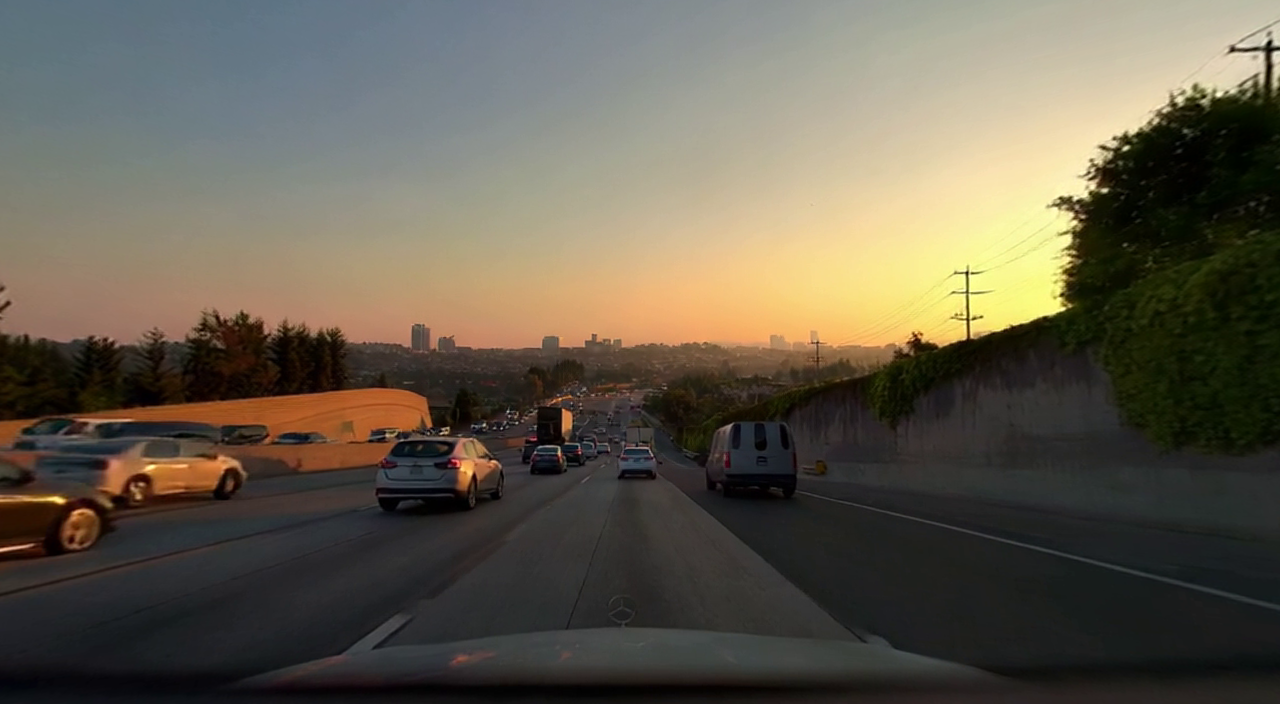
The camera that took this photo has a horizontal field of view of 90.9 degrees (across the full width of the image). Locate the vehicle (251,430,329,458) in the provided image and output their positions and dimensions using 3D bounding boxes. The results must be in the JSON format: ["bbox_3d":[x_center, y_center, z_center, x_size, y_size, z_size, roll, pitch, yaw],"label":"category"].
[{"bbox_3d":[-20.738,5.489,37.578,2.070,1.583,4.541,0,-8,0],"label":"vehicle"}]

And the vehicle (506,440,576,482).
[{"bbox_3d":[-3.909,4.410,25.836,2.049,1.530,4.707,0,-8,1],"label":"vehicle"}]

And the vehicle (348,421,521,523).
[{"bbox_3d":[-3.931,2.379,13.037,2.026,1.719,4.490,0,-8,0],"label":"vehicle"}]

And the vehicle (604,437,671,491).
[{"bbox_3d":[-0.053,3.822,21.848,2.092,1.671,3.889,0,-8,1],"label":"vehicle"}]

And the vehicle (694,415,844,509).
[{"bbox_3d":[3.225,2.953,17.462,2.793,2.132,5.682,0,-8,-1],"label":"vehicle"}]

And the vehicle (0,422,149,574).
[{"bbox_3d":[-7.533,1.421,5.933,1.985,1.529,4.710,0,-8,1],"label":"vehicle"}]
